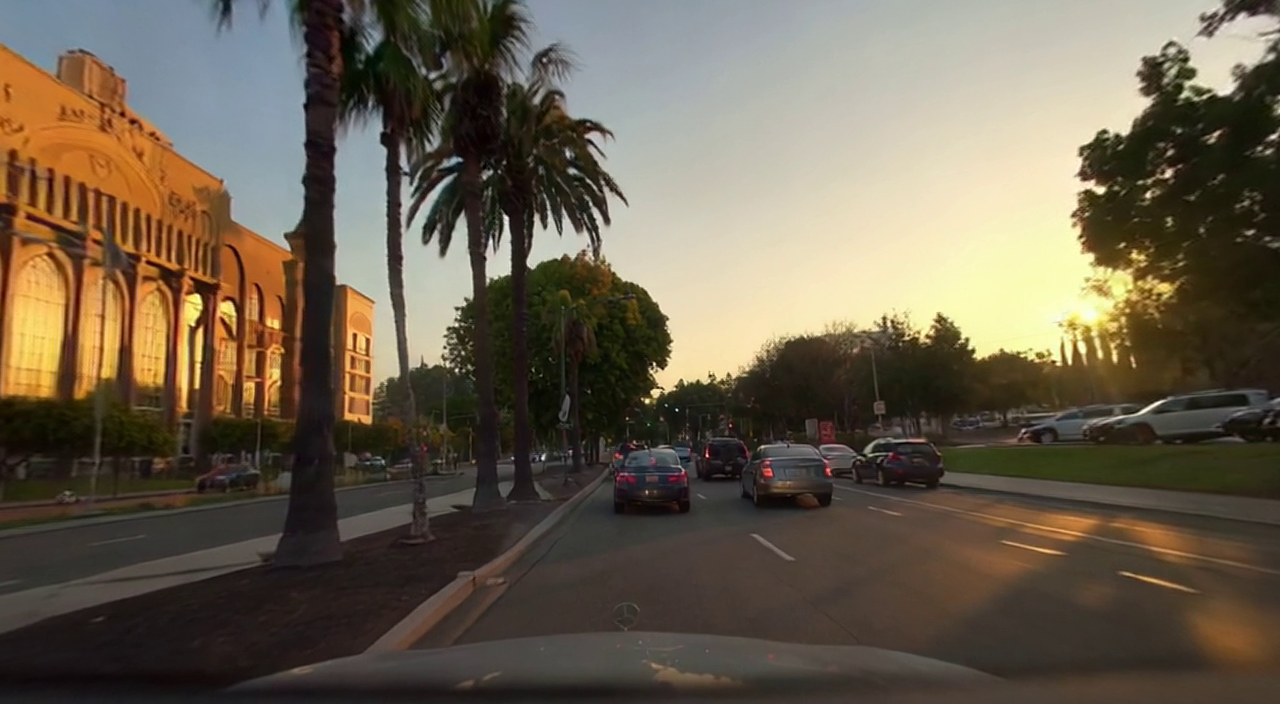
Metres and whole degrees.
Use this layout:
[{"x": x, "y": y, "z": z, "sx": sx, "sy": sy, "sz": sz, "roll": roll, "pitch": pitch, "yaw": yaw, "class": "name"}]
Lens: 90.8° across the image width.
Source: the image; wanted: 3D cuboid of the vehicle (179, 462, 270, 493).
[{"x": -23.792, "y": 7.194, "z": 36.426, "sx": 1.957, "sy": 1.493, "sz": 4.900, "roll": 0, "pitch": -8, "yaw": 0, "class": "vehicle"}]

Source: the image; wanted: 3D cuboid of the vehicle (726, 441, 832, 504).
[{"x": 3.592, "y": 3.178, "z": 17.180, "sx": 1.833, "sy": 1.465, "sz": 4.258, "roll": 0, "pitch": -8, "yaw": -1, "class": "vehicle"}]

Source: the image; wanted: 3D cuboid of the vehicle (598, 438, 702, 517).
[{"x": 0.166, "y": 2.755, "z": 14.359, "sx": 2.050, "sy": 1.521, "sz": 3.747, "roll": 0, "pitch": -8, "yaw": -1, "class": "vehicle"}]

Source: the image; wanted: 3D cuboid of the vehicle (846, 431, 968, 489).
[{"x": 8.735, "y": 3.584, "z": 21.259, "sx": 1.994, "sy": 1.715, "sz": 4.777, "roll": 0, "pitch": -8, "yaw": 0, "class": "vehicle"}]
